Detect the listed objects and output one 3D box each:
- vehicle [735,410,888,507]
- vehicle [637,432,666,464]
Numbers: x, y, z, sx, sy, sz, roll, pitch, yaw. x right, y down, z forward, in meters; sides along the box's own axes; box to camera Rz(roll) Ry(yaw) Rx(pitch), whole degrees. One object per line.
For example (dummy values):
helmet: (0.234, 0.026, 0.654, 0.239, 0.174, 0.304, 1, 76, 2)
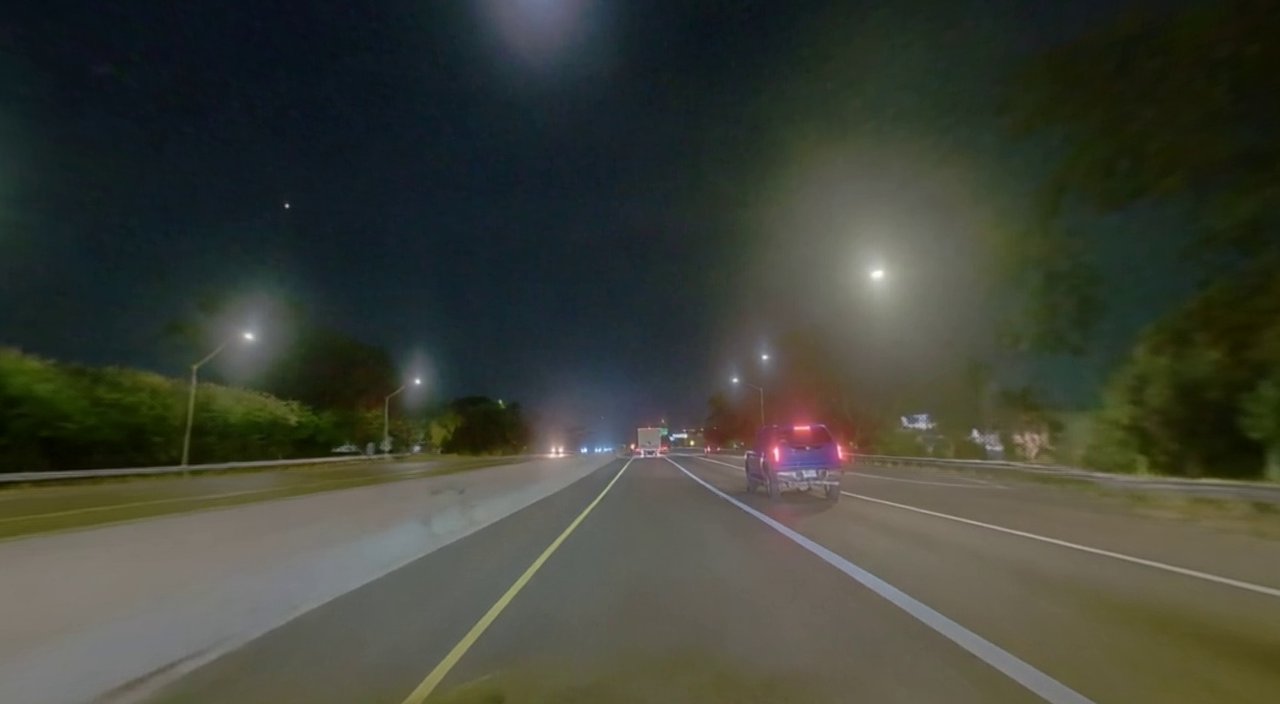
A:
vehicle: (4.272, 2.833, 17.064, 2.594, 2.155, 5.670, 0, -9, 1)
vehicle: (0.864, 7.380, 48.342, 2.099, 2.260, 4.899, 0, -9, 0)
